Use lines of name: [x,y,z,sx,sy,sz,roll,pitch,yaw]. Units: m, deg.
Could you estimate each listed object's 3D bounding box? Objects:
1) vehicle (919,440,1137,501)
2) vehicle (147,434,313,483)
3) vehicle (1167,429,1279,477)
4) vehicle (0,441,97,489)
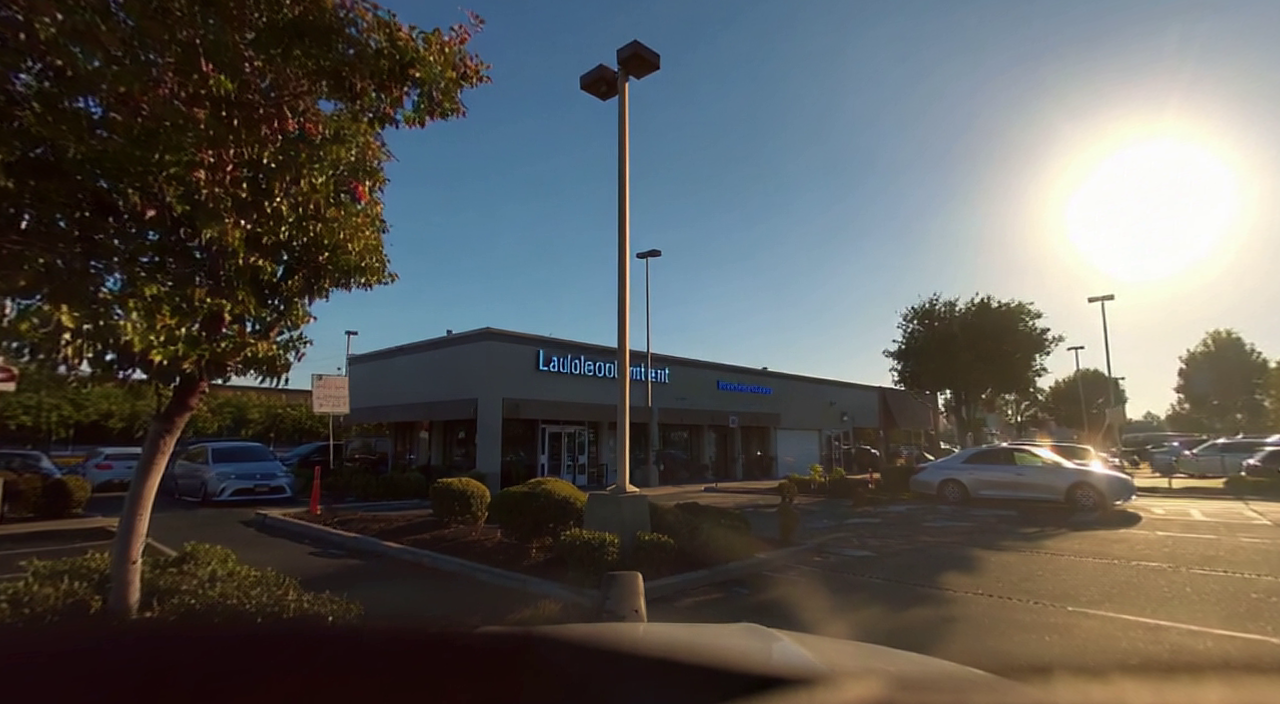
vehicle: [10.640,3.217,17.607,4.772,1.441,1.976,-8,-12,42]
vehicle: [-15.192,3.918,23.636,1.921,1.632,4.752,-8,-11,42]
vehicle: [23.442,3.813,24.005,4.939,1.664,2.055,-10,-10,42]
vehicle: [-19.414,3.447,19.245,1.790,1.396,4.000,-10,-13,40]
